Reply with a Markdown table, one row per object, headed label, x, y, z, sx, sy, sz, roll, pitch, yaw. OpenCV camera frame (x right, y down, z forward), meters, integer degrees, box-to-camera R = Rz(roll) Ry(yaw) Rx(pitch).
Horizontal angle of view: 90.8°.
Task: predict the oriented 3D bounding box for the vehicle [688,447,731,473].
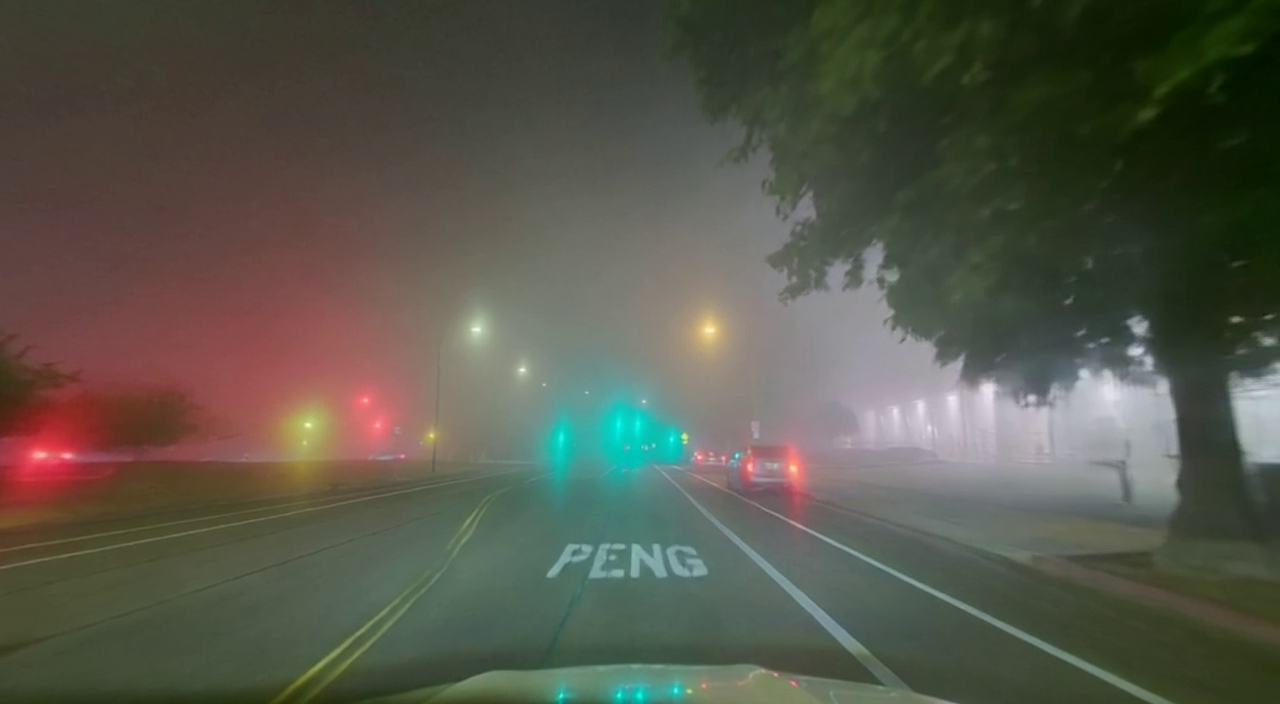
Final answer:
| label | x | y | z | sx | sy | sz | roll | pitch | yaw |
| --- | --- | --- | --- | --- | --- | --- | --- | --- | --- |
| vehicle | 4.105 | 6.434 | 37.866 | 1.856 | 1.462 | 4.501 | 1 | -9 | -3 |

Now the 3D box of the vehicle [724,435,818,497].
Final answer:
| label | x | y | z | sx | sy | sz | roll | pitch | yaw |
| --- | --- | --- | --- | --- | --- | --- | --- | --- | --- |
| vehicle | 4.037 | 3.604 | 20.308 | 1.957 | 1.753 | 4.413 | 0 | -9 | -2 |
